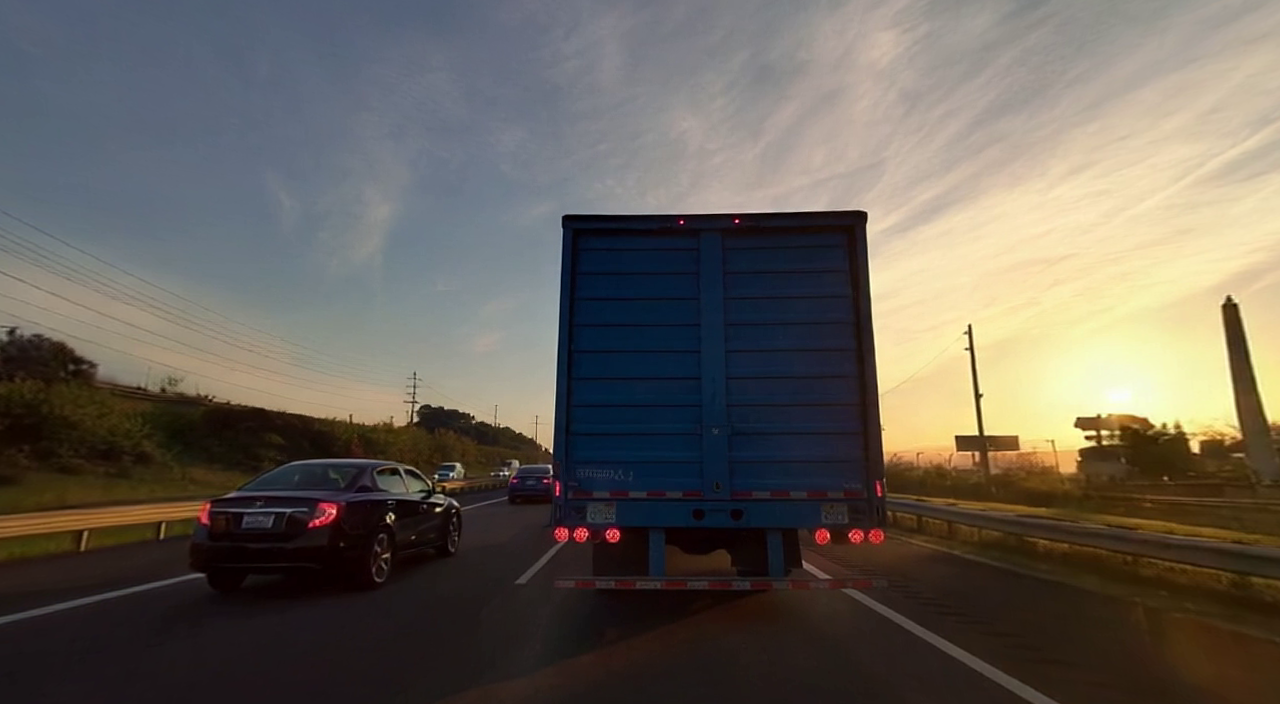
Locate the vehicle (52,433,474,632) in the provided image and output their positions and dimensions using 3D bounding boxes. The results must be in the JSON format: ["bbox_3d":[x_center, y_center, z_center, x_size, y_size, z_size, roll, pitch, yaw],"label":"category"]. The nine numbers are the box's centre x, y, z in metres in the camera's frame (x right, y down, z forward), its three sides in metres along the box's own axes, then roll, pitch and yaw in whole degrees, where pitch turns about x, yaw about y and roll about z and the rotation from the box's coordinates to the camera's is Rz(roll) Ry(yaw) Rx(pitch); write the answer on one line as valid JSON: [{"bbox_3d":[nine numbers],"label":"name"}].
[{"bbox_3d":[-3.747,1.934,7.698,1.983,1.575,4.973,0,-11,1],"label":"vehicle"}]

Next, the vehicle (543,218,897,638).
[{"bbox_3d":[0.764,1.326,9.635,2.831,3.529,8.689,0,-11,2],"label":"vehicle"}]

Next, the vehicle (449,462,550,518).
[{"bbox_3d":[-4.138,4.150,19.350,1.891,1.469,4.431,0,-11,2],"label":"vehicle"}]
